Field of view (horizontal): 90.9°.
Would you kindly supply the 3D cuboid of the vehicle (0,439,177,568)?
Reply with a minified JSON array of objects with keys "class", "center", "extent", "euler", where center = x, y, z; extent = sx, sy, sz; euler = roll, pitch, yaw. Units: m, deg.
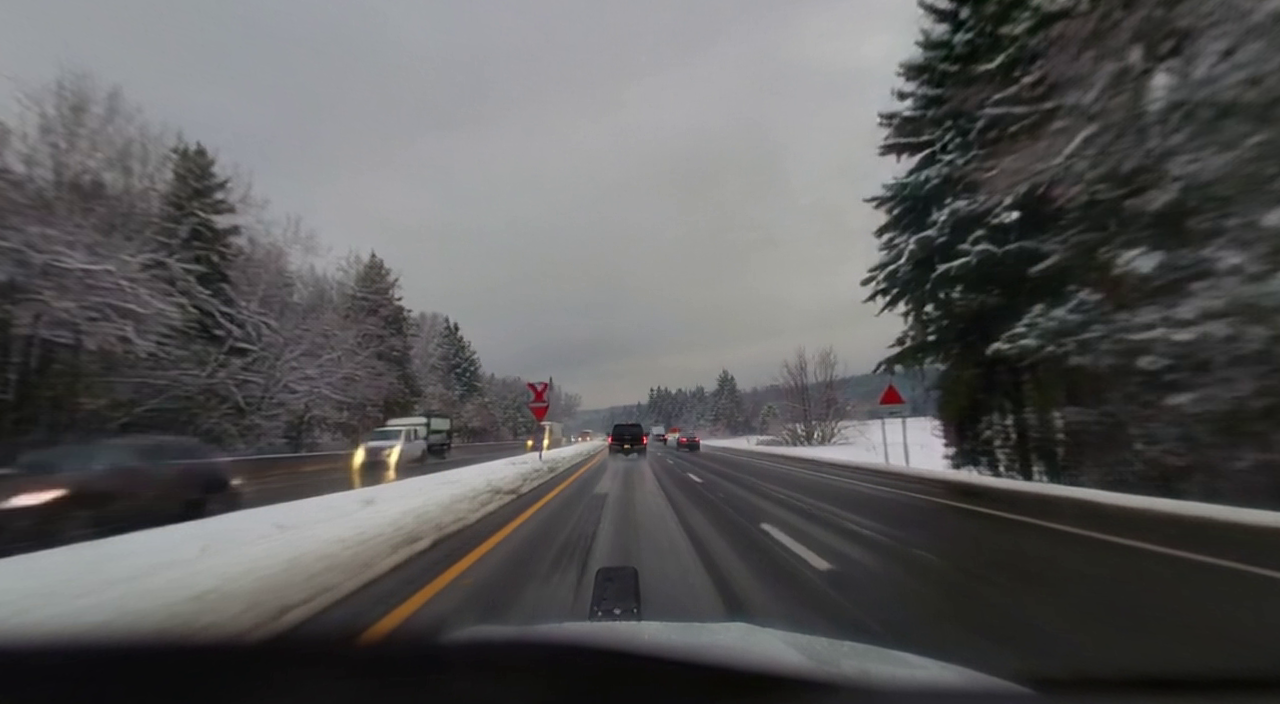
[{"class":"vehicle","center":[-8.961,1.996,8.653],"extent":[1.903,1.591,4.430],"euler":[0,-8,-2]}]

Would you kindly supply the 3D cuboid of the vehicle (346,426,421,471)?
[{"class":"vehicle","center":[-13.899,5.243,34.469],"extent":[2.102,2.299,4.786],"euler":[0,-8,-1]}]

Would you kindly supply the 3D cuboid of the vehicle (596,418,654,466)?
[{"class":"vehicle","center":[-0.695,4.207,29.591],"extent":[2.503,2.044,4.633],"euler":[0,-8,-2]}]

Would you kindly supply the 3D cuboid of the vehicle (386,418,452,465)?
[{"class":"vehicle","center":[-14.067,5.737,40.417],"extent":[2.532,2.792,4.713],"euler":[0,-8,-1]}]
